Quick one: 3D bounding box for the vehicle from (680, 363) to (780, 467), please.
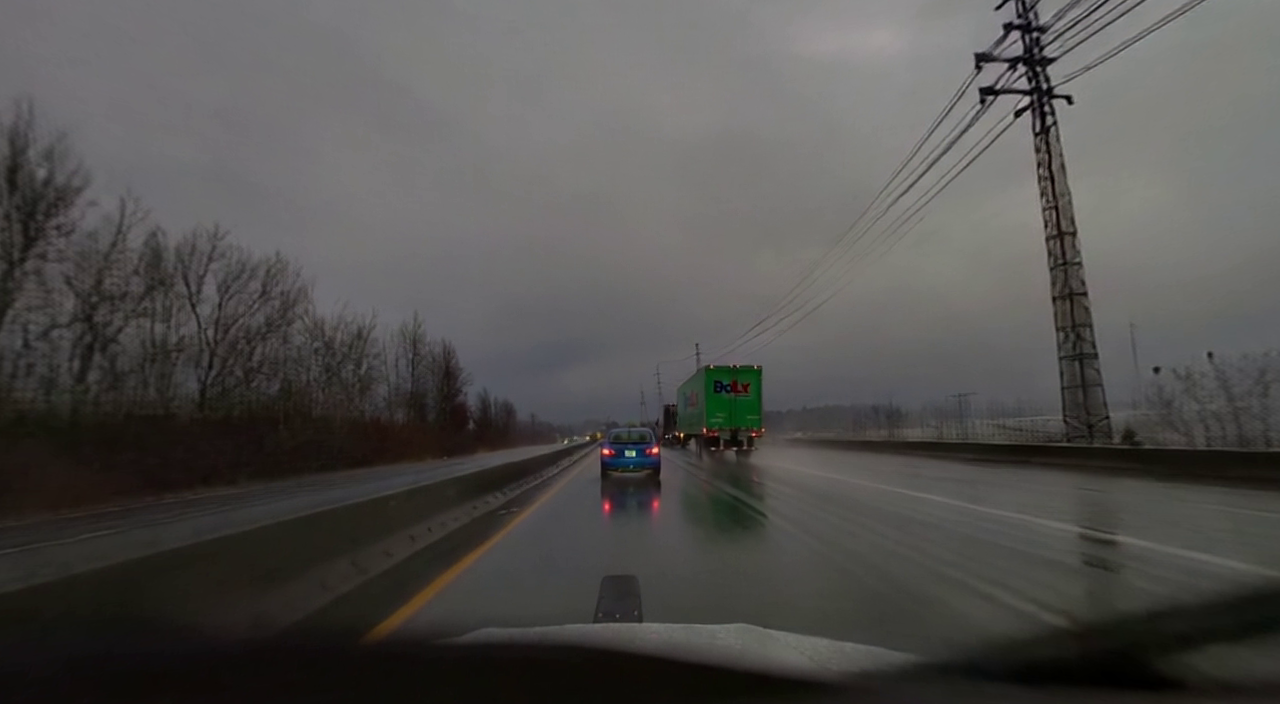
[{"bbox_3d":[3.640,2.963,28.027,2.835,3.872,8.916,0,-8,-2],"label":"vehicle"}]

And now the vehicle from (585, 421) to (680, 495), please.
[{"bbox_3d":[-0.223,2.570,15.616,2.062,1.581,3.914,0,-8,-2],"label":"vehicle"}]
